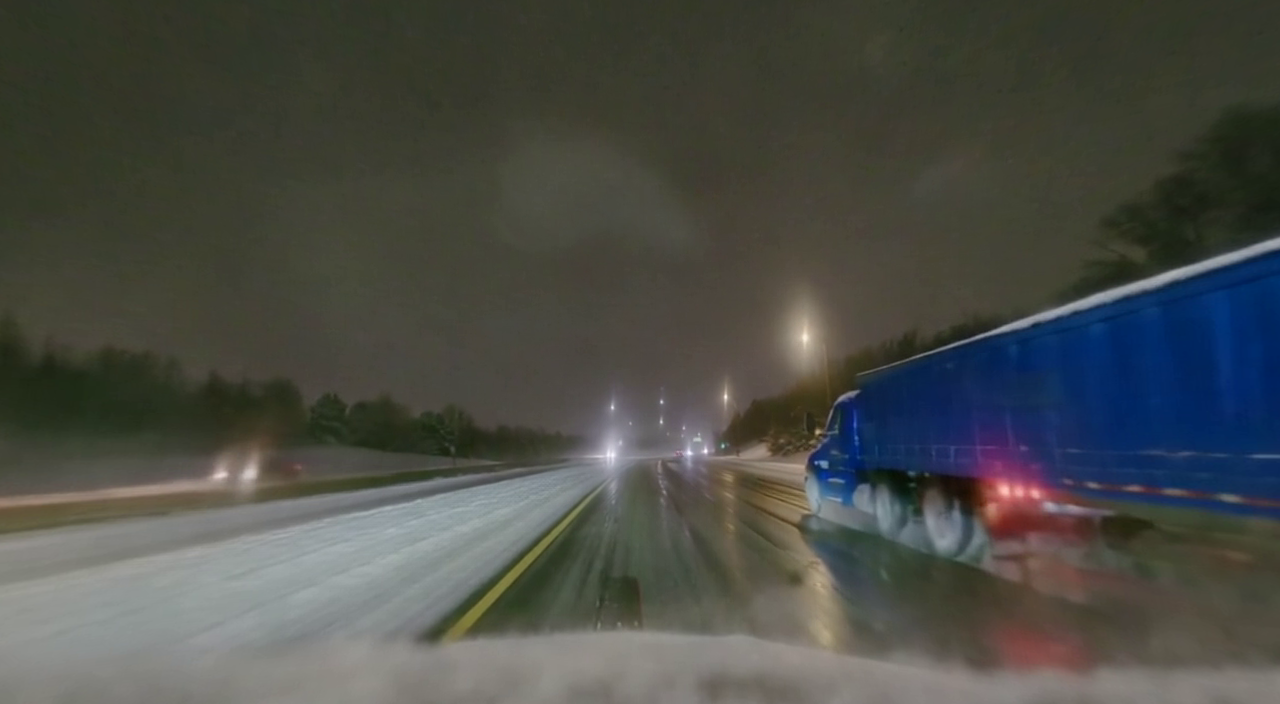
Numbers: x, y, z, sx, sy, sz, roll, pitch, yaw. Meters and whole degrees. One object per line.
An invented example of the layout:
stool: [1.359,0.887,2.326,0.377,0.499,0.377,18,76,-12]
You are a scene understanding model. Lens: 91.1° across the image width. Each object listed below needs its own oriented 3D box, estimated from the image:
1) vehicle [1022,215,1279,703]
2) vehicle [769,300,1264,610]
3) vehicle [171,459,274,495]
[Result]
vehicle: [4.182,0.536,2.736,2.215,2.461,4.234,0,-9,-1]
vehicle: [4.039,1.431,9.263,2.436,2.701,7.451,0,-9,-2]
vehicle: [-19.626,5.859,29.801,1.872,1.509,4.346,-1,-9,0]
